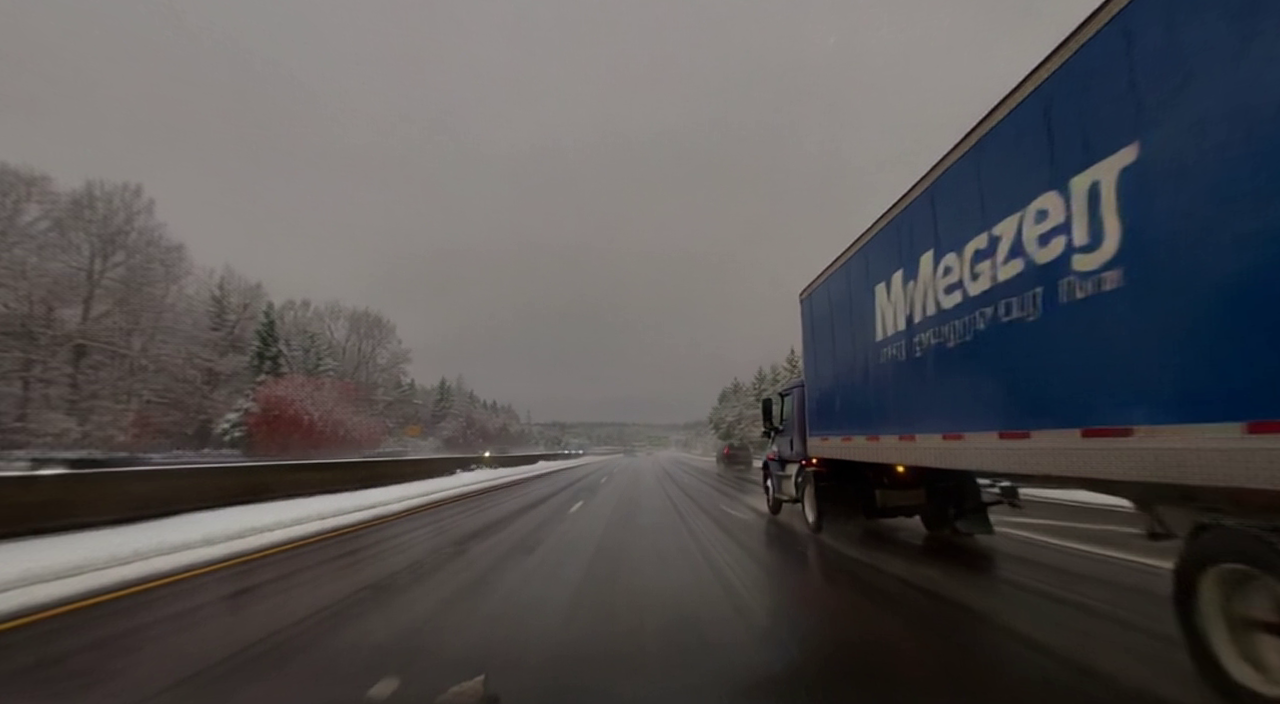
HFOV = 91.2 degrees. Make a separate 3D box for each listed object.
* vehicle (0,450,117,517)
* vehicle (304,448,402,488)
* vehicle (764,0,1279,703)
[{"bbox_3d":[-15.430,3.116,15.036,1.881,1.512,4.433,0,-9,0],"label":"vehicle"},{"bbox_3d":[-11.857,4.814,26.293,1.914,1.511,4.556,0,-9,0],"label":"vehicle"},{"bbox_3d":[4.143,0.051,4.514,3.003,3.880,16.814,0,-9,0],"label":"vehicle"}]
